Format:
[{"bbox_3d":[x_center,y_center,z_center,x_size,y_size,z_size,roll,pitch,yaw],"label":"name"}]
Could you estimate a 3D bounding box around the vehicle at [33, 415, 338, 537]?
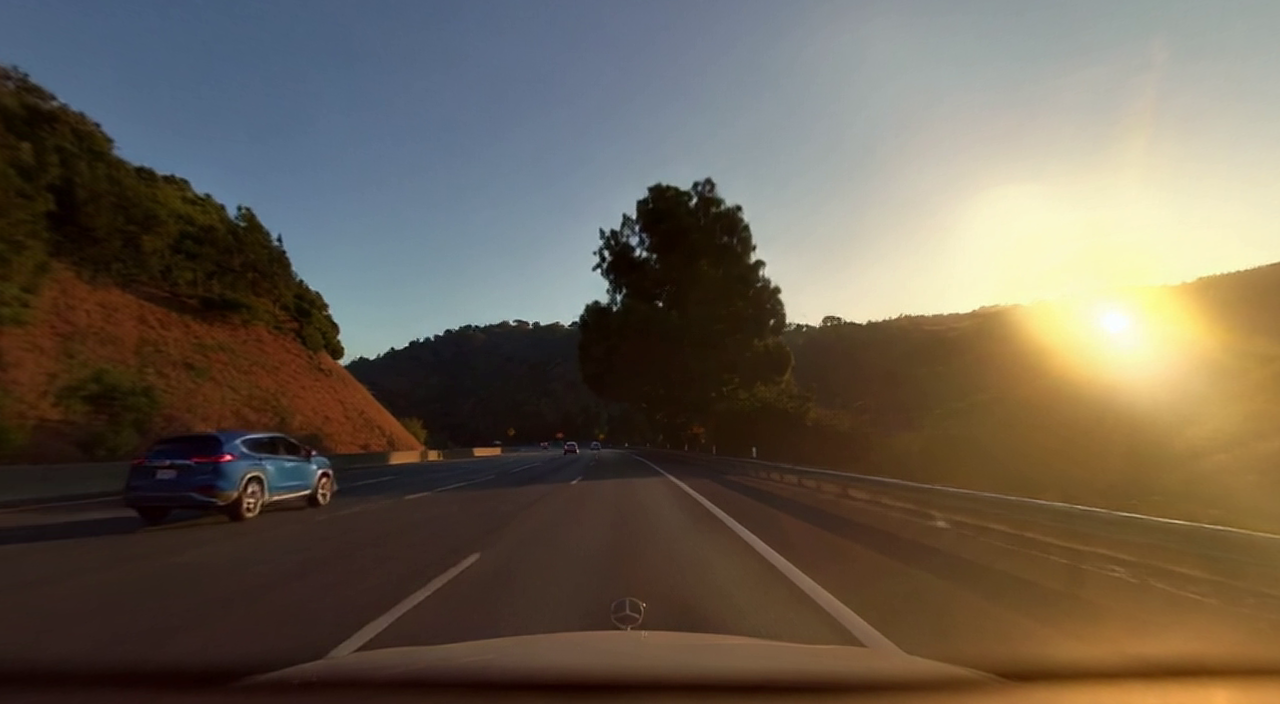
[{"bbox_3d":[-7.531,2.095,11.249,2.046,1.712,4.533,0,-8,0],"label":"vehicle"}]
